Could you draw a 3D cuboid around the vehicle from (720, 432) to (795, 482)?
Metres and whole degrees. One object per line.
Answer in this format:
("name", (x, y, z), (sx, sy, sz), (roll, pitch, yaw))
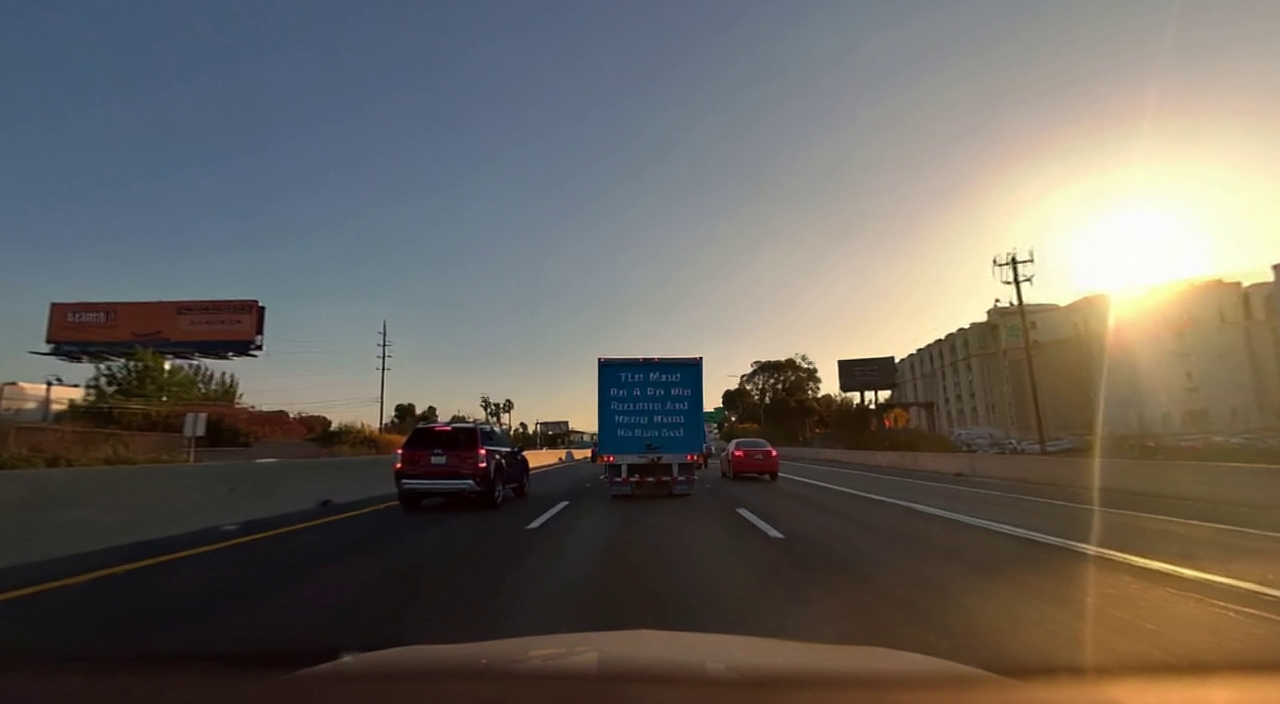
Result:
("vehicle", (4.310, 3.917, 23.815), (1.986, 1.718, 4.296), (0, -8, 0))

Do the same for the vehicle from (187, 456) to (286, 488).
("vehicle", (-21.756, 6.476, 34.284), (1.915, 1.492, 4.664), (-1, -8, 7))

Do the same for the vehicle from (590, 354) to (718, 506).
("vehicle", (0.373, 2.279, 17.963), (2.733, 3.296, 8.571), (0, -8, 1))

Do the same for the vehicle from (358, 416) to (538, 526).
("vehicle", (-3.558, 2.286, 12.722), (2.133, 1.808, 4.349), (0, -8, 2))
